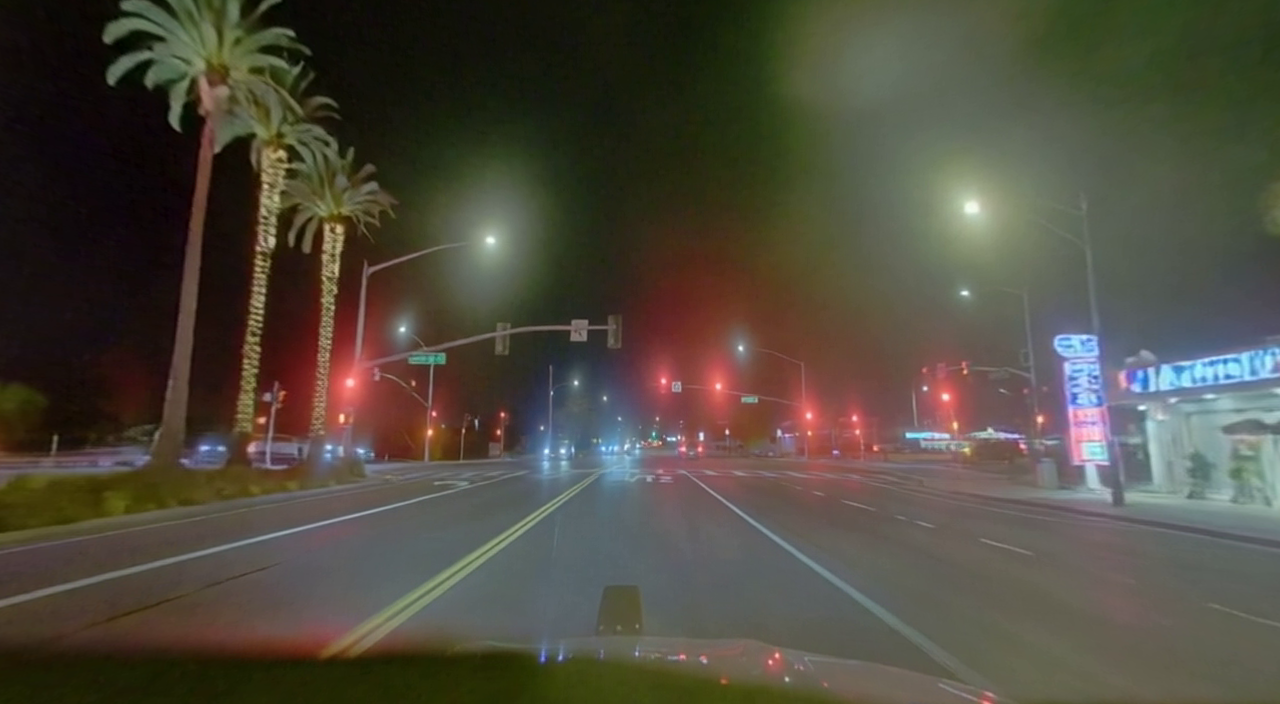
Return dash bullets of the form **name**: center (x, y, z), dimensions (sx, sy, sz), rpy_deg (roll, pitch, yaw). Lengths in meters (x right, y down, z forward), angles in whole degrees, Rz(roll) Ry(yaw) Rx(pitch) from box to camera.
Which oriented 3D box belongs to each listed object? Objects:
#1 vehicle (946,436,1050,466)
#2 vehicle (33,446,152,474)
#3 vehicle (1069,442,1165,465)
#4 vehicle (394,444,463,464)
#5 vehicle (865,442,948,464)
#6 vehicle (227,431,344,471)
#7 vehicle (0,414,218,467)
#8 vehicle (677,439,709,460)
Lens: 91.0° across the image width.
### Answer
- **vehicle**: center (23.355, 6.448, 41.187), dimensions (5.509, 1.873, 2.123), rpy_deg (0, -9, -2)
- **vehicle**: center (-29.456, 5.827, 33.977), dimensions (4.538, 1.446, 2.028), rpy_deg (0, -8, 1)
- **vehicle**: center (31.283, 6.664, 41.361), dimensions (4.701, 1.463, 1.989), rpy_deg (0, -9, -2)
- **vehicle**: center (-16.305, 7.869, 48.572), dimensions (4.791, 1.487, 2.002), rpy_deg (4, -10, -27)
- **vehicle**: center (18.891, 7.191, 44.801), dimensions (4.977, 1.508, 1.948), rpy_deg (0, -9, 0)
- **vehicle**: center (-19.020, 5.351, 33.978), dimensions (4.901, 2.064, 2.296), rpy_deg (0, -8, 0)
- **vehicle**: center (-35.490, 5.844, 41.745), dimensions (12.726, 3.308, 3.114), rpy_deg (0, -7, 0)
- **vehicle**: center (4.009, 7.489, 48.241), dimensions (2.065, 1.507, 4.225), rpy_deg (0, -8, -1)
